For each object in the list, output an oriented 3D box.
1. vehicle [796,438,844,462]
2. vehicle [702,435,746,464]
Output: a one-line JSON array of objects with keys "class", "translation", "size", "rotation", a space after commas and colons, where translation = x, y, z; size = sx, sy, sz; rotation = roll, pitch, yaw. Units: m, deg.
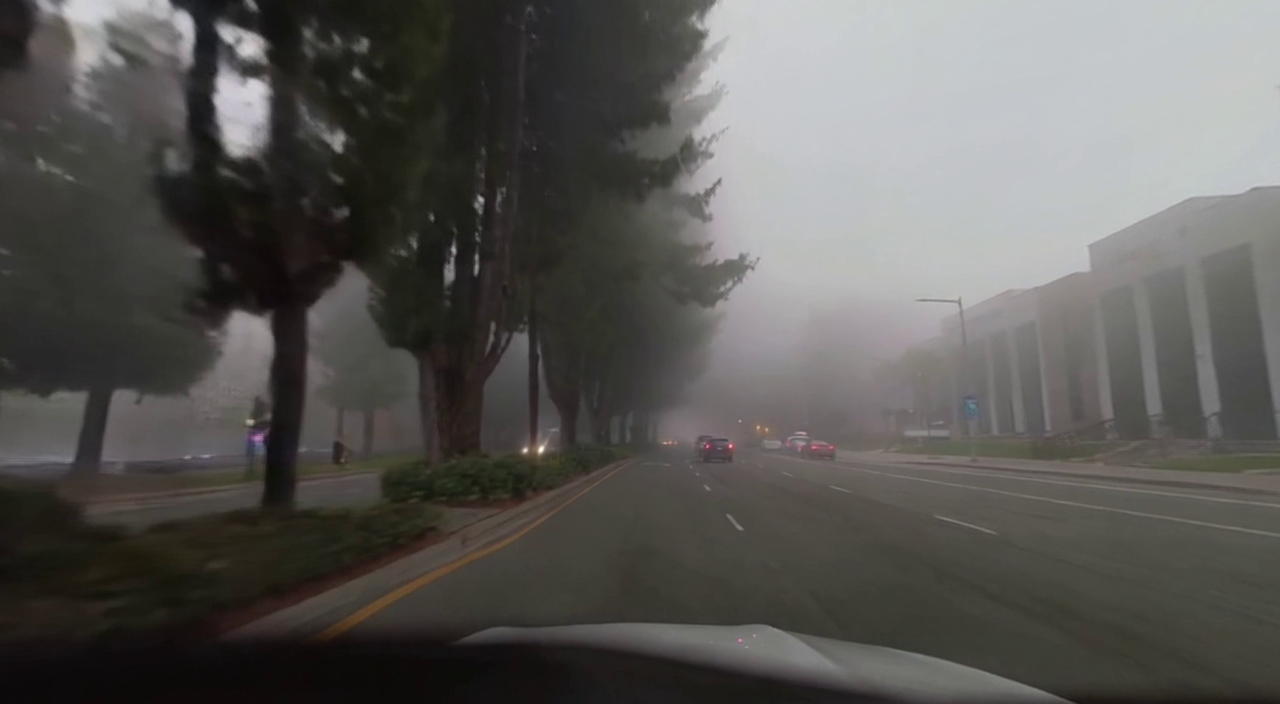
[{"class": "vehicle", "translation": [11.711, 6.447, 41.345], "size": [1.840, 1.467, 4.731], "rotation": [-1, -9, 1]}, {"class": "vehicle", "translation": [5.197, 6.148, 39.838], "size": [2.216, 1.675, 4.627], "rotation": [-1, -9, 1]}]
